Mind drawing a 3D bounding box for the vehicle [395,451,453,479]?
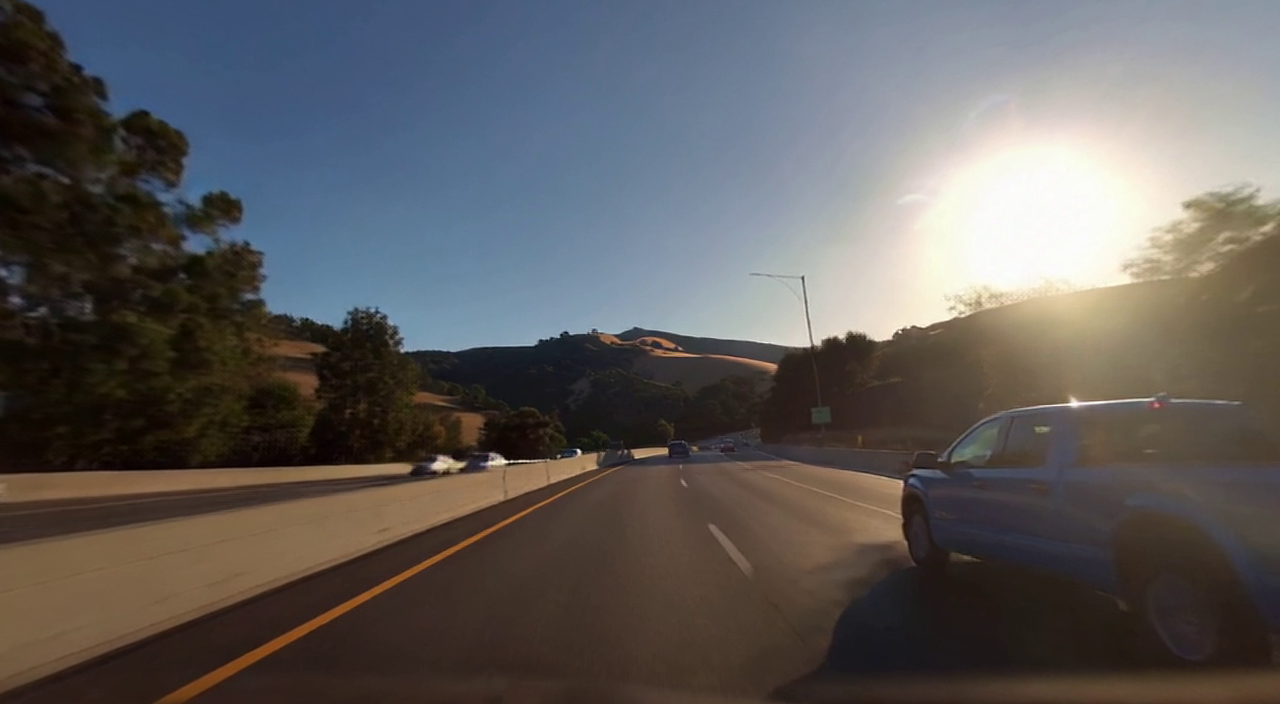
[{"bbox_3d":[-13.594,7.124,40.059,1.903,1.583,4.260,-1,-9,4],"label":"vehicle"}]

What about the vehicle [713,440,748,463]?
[{"bbox_3d":[6.684,7.389,46.985,2.249,1.635,4.118,-1,-9,4],"label":"vehicle"}]

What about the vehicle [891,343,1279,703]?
[{"bbox_3d":[3.773,1.090,4.295,2.151,1.744,4.709,0,-9,0],"label":"vehicle"}]

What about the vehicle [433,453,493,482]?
[{"bbox_3d":[-9.770,6.365,35.213,1.845,1.453,4.531,-1,-9,3],"label":"vehicle"}]
